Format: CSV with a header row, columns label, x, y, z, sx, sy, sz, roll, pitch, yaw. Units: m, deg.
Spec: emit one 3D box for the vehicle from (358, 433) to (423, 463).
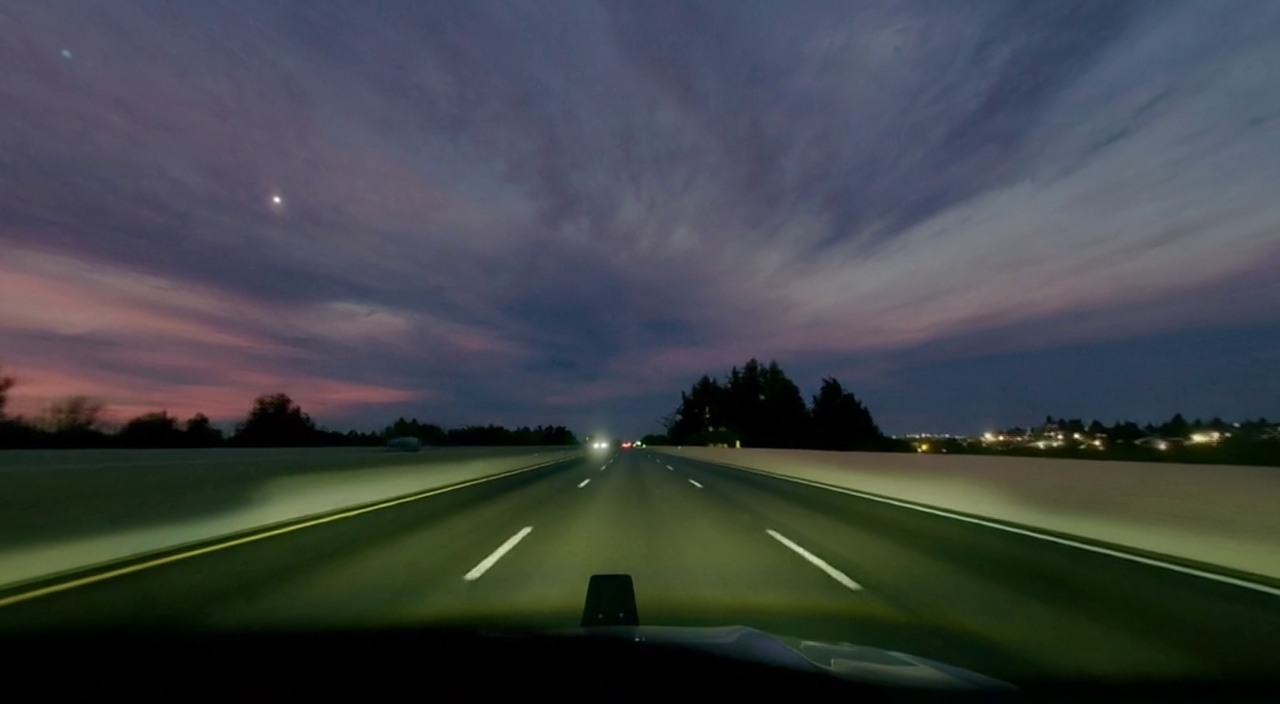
label,x,y,z,sx,sy,sz,roll,pitch,yaw
vehicle,-13.897,5.375,35.314,1.992,1.579,4.371,0,-8,-2
